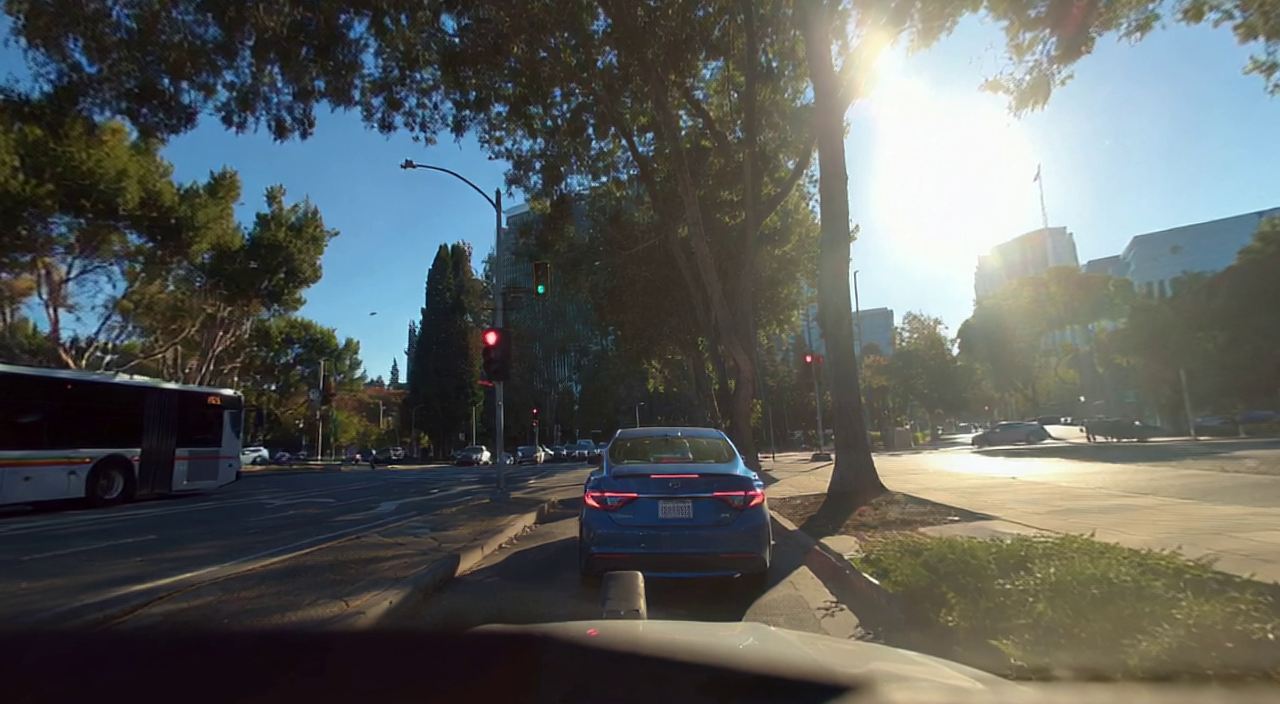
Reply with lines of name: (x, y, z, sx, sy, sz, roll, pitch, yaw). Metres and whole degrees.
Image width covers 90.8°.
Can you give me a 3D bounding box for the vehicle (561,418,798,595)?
vehicle: (0.376, 1.613, 7.396, 2.035, 1.499, 3.799, 0, -8, 1)
